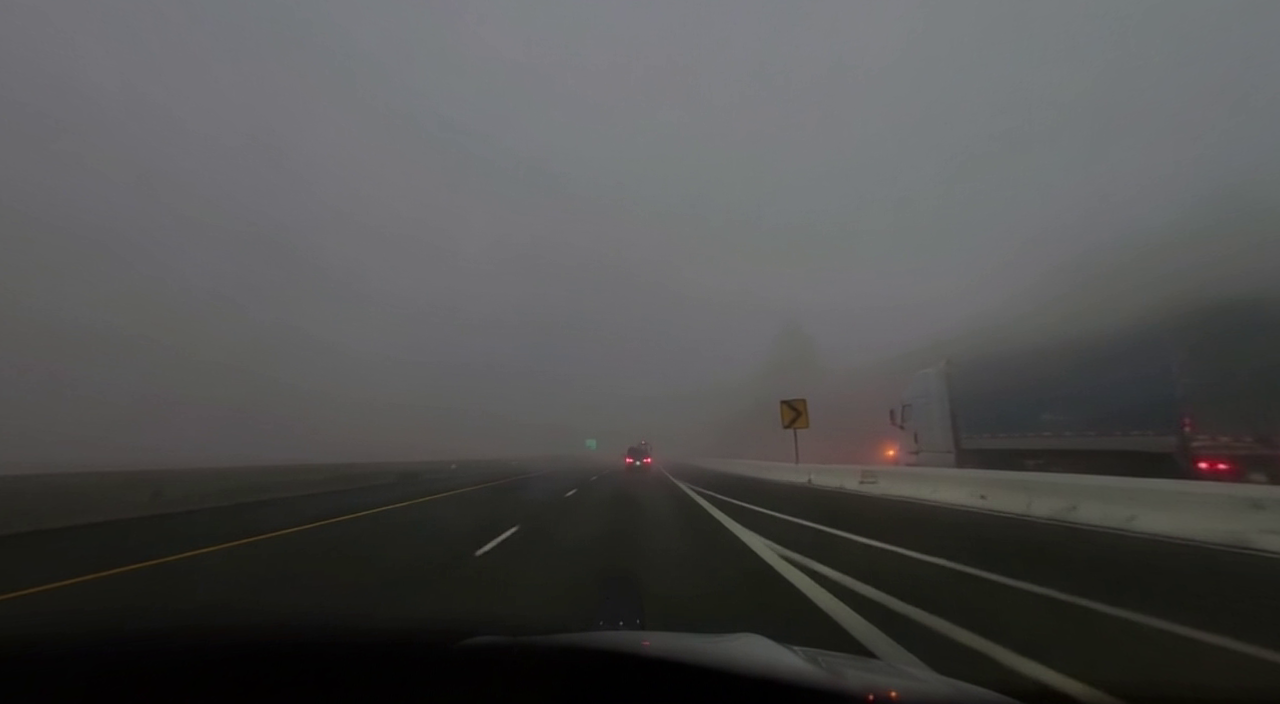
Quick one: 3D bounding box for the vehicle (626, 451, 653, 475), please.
[{"bbox_3d":[-0.032,7.180,40.872,1.695,1.437,3.506,0,-9,0],"label":"vehicle"}]
